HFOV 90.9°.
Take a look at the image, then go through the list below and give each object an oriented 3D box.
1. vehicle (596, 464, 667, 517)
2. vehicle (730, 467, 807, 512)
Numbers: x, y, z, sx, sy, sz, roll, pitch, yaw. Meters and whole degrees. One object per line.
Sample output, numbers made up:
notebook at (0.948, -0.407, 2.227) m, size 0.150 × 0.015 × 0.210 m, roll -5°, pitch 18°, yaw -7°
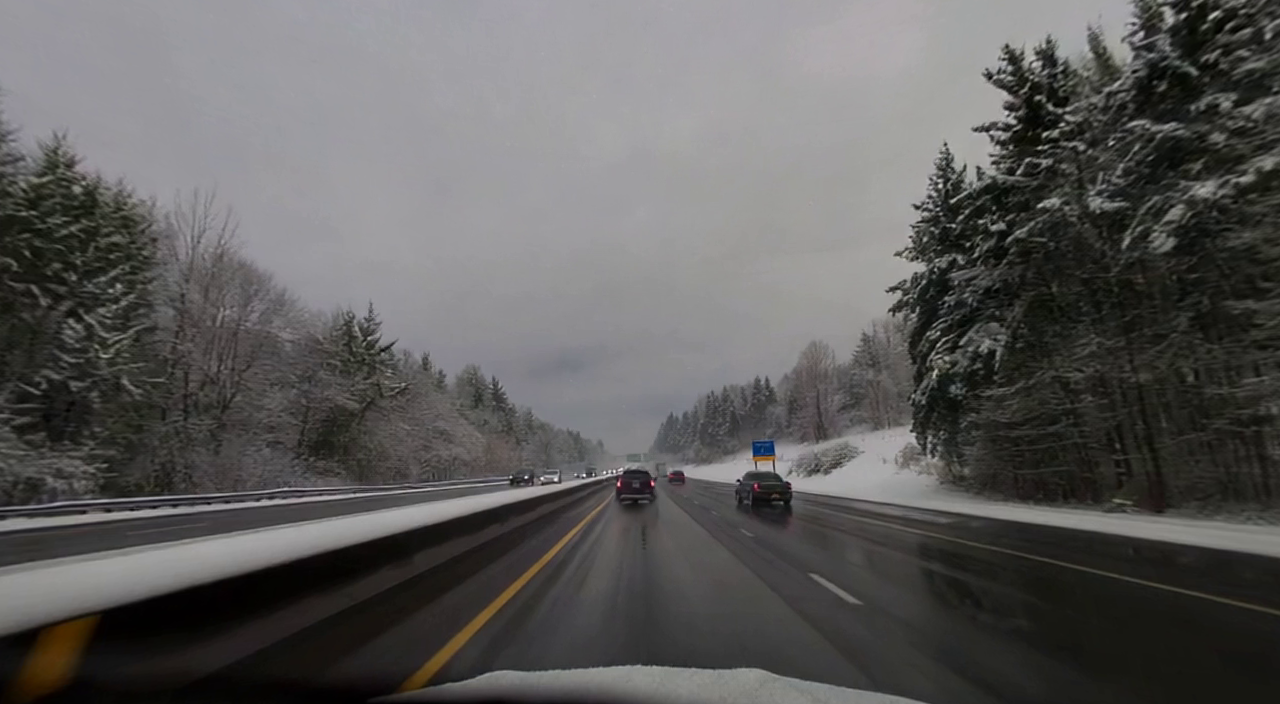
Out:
vehicle at (-0.231, 4.394, 20.307) m, size 2.060 × 1.473 × 3.726 m, roll 1°, pitch -10°, yaw 0°
vehicle at (4.682, 5.069, 23.603) m, size 1.974 × 1.476 × 4.119 m, roll 1°, pitch -10°, yaw -1°
